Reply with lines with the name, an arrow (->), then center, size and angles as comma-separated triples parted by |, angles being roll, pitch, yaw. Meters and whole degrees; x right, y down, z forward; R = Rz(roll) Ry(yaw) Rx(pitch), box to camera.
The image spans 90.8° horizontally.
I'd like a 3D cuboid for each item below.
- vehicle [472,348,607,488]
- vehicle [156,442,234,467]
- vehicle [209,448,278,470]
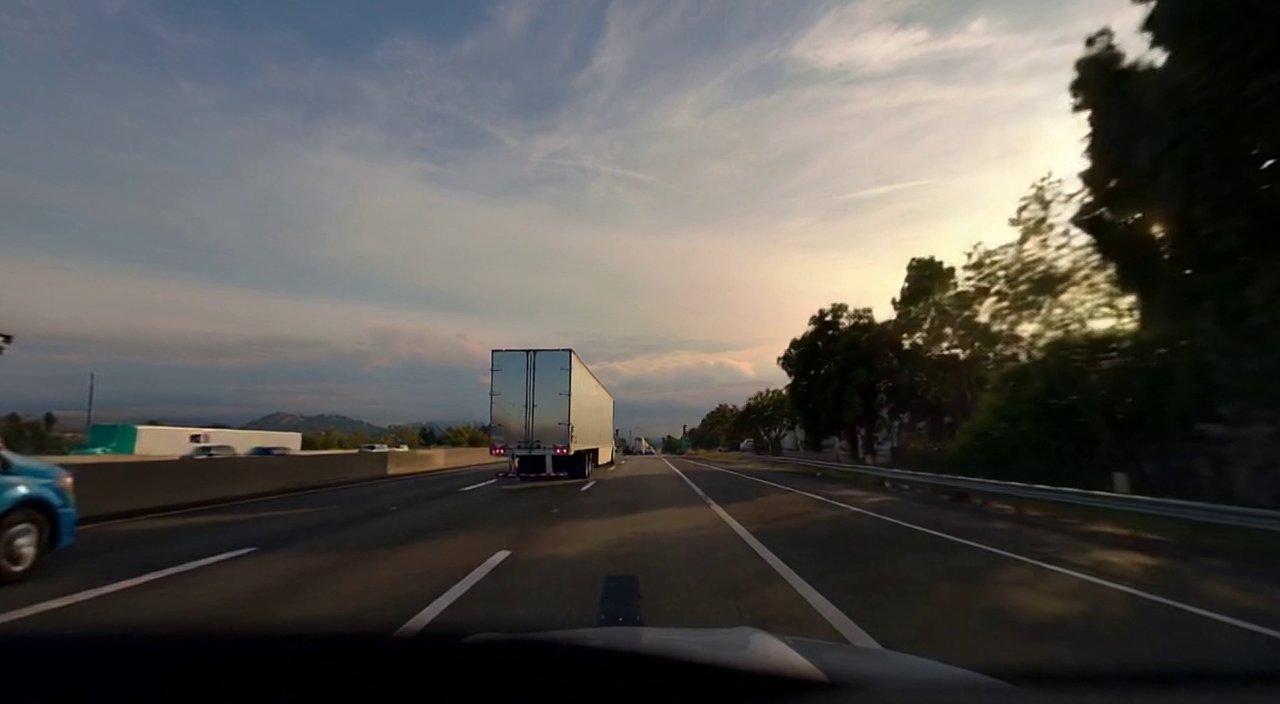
vehicle -> -3.369, 3.062, 26.803 | 2.939, 4.132, 16.303 | 0, -8, 0
vehicle -> -31.418, 7.233, 44.749 | 1.971, 1.674, 4.788 | 0, -8, 1
vehicle -> -27.242, 7.352, 43.569 | 1.889, 1.437, 4.286 | 0, -8, 1
